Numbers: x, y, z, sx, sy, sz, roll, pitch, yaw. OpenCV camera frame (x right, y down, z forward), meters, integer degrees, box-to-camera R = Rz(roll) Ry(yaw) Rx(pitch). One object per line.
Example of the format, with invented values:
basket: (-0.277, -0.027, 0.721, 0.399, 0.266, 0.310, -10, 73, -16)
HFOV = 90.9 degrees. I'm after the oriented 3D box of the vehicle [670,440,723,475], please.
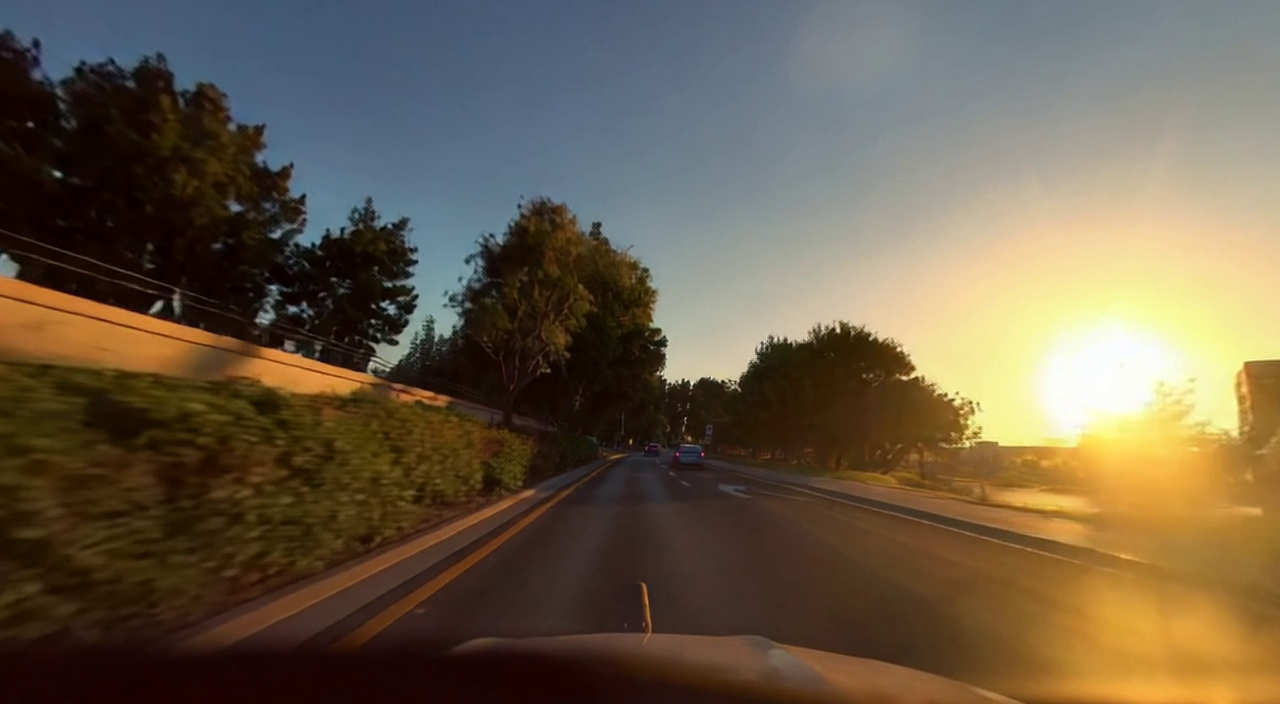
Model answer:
vehicle: (2.515, 4.839, 29.286, 1.956, 1.473, 4.640, 0, -8, -1)
